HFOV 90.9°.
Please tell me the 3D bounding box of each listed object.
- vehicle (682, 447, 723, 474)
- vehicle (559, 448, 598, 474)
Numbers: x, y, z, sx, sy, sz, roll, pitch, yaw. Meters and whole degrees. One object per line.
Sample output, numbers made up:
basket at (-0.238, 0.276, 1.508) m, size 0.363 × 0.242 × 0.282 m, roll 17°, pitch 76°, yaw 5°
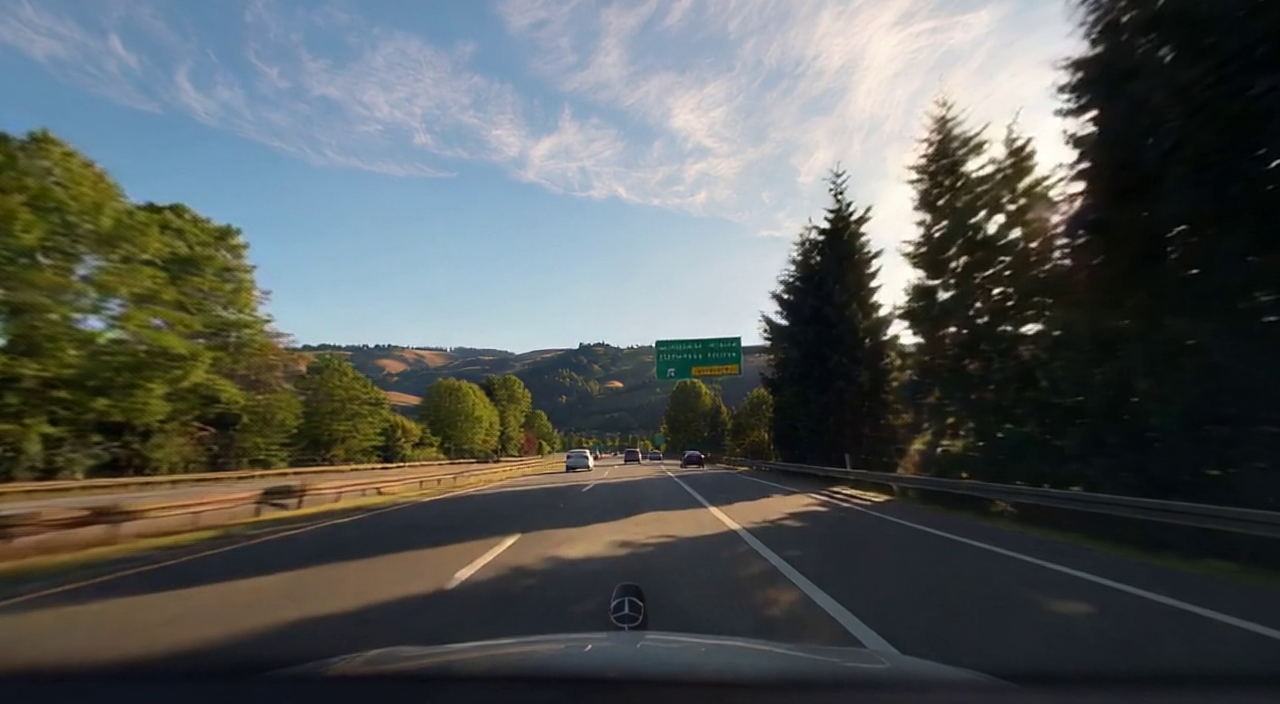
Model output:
vehicle at (3.660, 6.458, 37.687) m, size 2.019 × 1.475 × 4.301 m, roll 0°, pitch -9°, yaw 0°
vehicle at (-3.604, 6.477, 37.681) m, size 1.955 × 1.468 × 3.637 m, roll 0°, pitch -9°, yaw 0°
